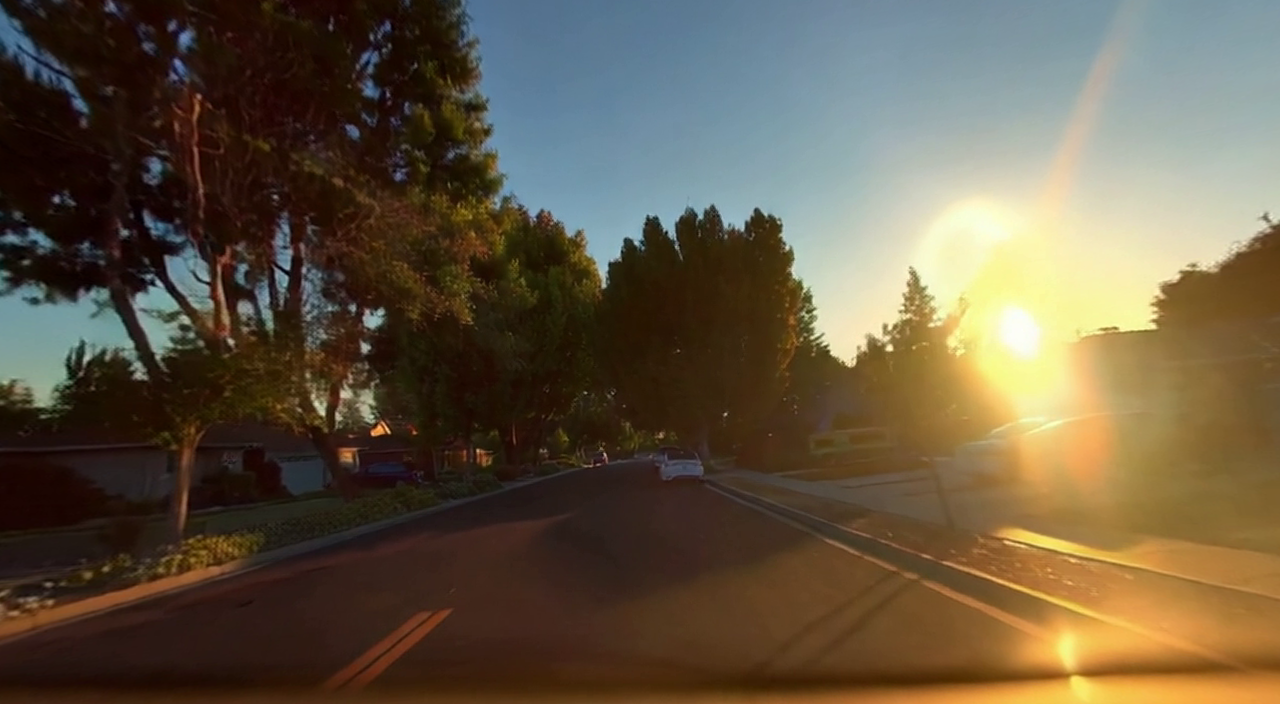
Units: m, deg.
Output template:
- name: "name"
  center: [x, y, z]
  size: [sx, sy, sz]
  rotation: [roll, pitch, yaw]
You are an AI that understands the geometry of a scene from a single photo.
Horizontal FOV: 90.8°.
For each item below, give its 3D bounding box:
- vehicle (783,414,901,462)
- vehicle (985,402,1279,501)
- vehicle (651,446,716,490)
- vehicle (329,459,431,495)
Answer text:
- name: "vehicle"
  center: [9.460, 4.126, 29.992]
  size: [4.861, 1.911, 2.181]
  rotation: [2, -13, 0]
- name: "vehicle"
  center: [9.178, 1.853, 11.832]
  size: [4.230, 1.666, 1.978]
  rotation: [0, -9, 0]
- name: "vehicle"
  center: [1.582, 4.480, 24.778]
  size: [2.009, 1.506, 4.698]
  rotation: [0, -9, -2]
- name: "vehicle"
  center: [-13.884, 6.693, 33.941]
  size: [4.511, 1.809, 2.018]
  rotation: [0, -9, 0]
